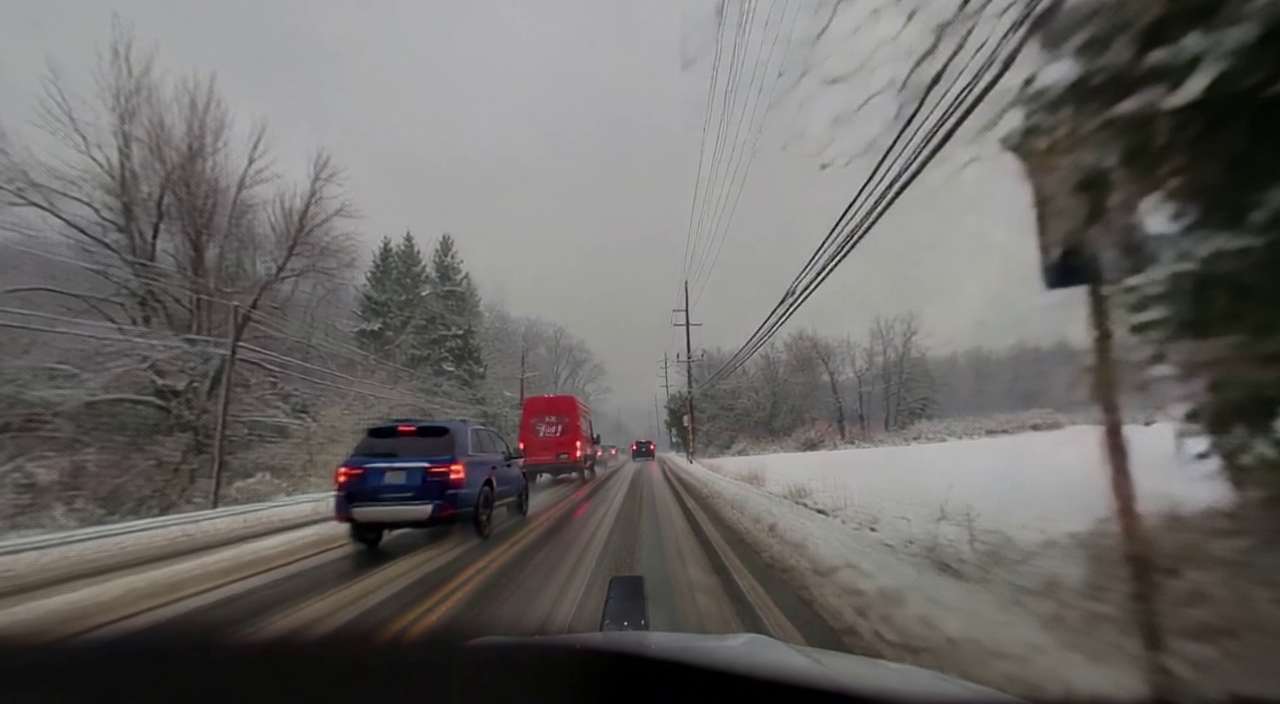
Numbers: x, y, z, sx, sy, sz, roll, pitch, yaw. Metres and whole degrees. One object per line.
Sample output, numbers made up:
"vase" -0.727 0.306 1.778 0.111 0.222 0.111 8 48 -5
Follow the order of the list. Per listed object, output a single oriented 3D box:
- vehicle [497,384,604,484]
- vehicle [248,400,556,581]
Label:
"vehicle" -3.126 3.306 24.840 2.818 3.181 9.114 0 -9 0
"vehicle" -2.790 1.816 9.212 2.187 1.821 5.501 0 -9 2
